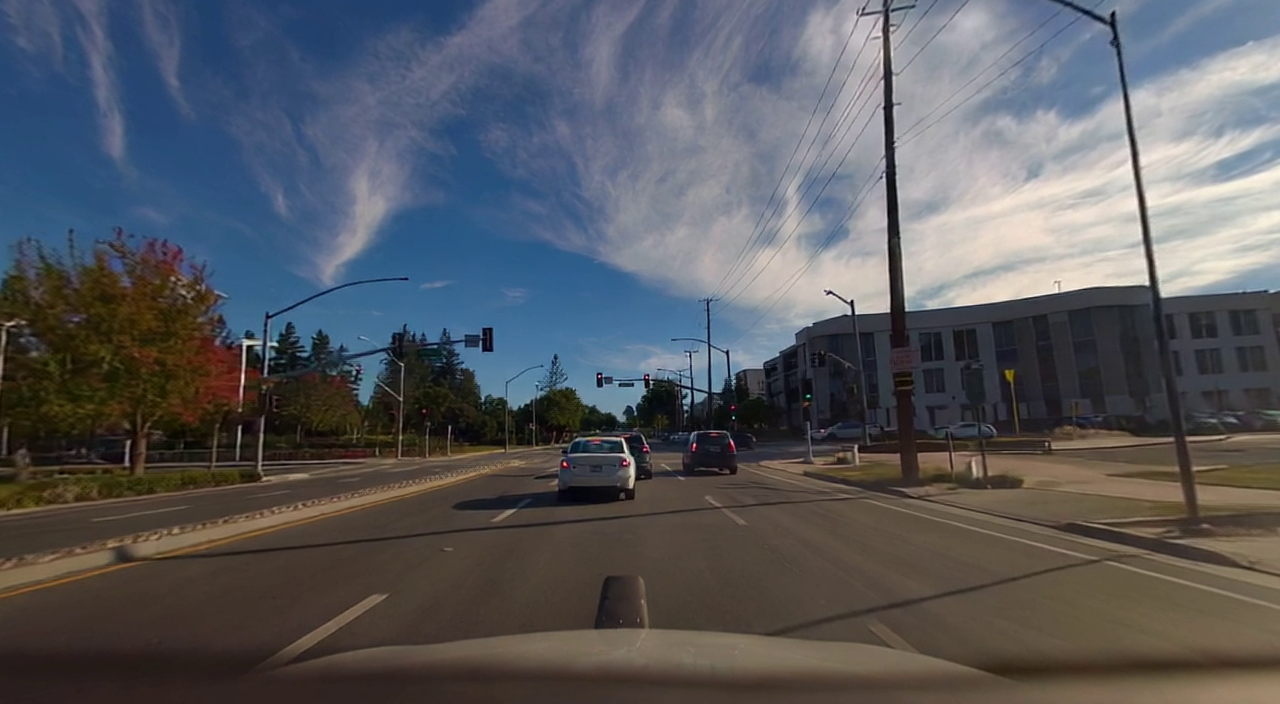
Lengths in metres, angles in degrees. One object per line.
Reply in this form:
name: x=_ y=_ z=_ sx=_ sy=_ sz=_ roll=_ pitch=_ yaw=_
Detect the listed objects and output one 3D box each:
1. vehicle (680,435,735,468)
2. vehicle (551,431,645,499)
vehicle: x=3.181 y=4.776 z=30.443 sx=1.945 sy=1.470 sz=4.363 roll=0 pitch=-8 yaw=-3
vehicle: x=-0.960 y=2.807 z=16.026 sx=2.075 sy=1.470 sz=3.962 roll=0 pitch=-8 yaw=-1
